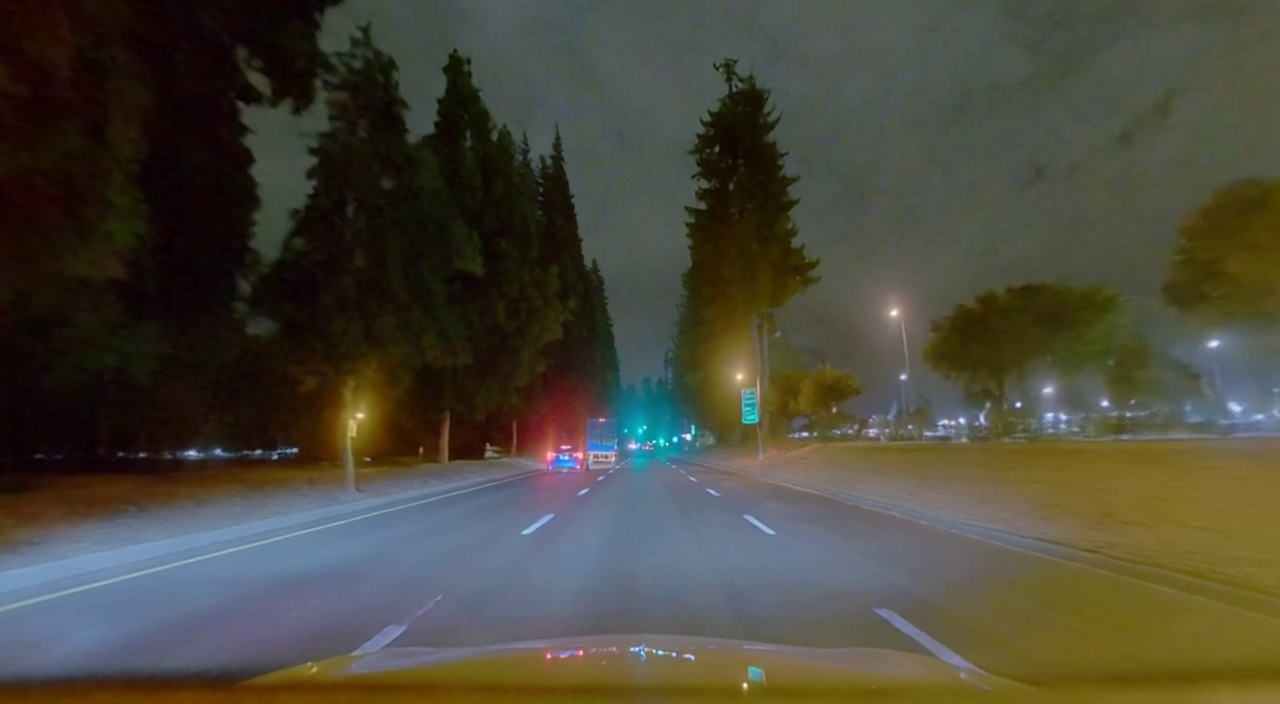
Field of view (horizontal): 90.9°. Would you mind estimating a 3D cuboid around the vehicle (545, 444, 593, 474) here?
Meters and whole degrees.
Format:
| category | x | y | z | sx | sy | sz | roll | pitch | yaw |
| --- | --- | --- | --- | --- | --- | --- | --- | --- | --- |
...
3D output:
| category | x | y | z | sx | sy | sz | roll | pitch | yaw |
| --- | --- | --- | --- | --- | --- | --- | --- | --- | --- |
| vehicle | -3.660 | 5.576 | 33.201 | 2.005 | 1.462 | 4.345 | 0 | -9 | 1 |
